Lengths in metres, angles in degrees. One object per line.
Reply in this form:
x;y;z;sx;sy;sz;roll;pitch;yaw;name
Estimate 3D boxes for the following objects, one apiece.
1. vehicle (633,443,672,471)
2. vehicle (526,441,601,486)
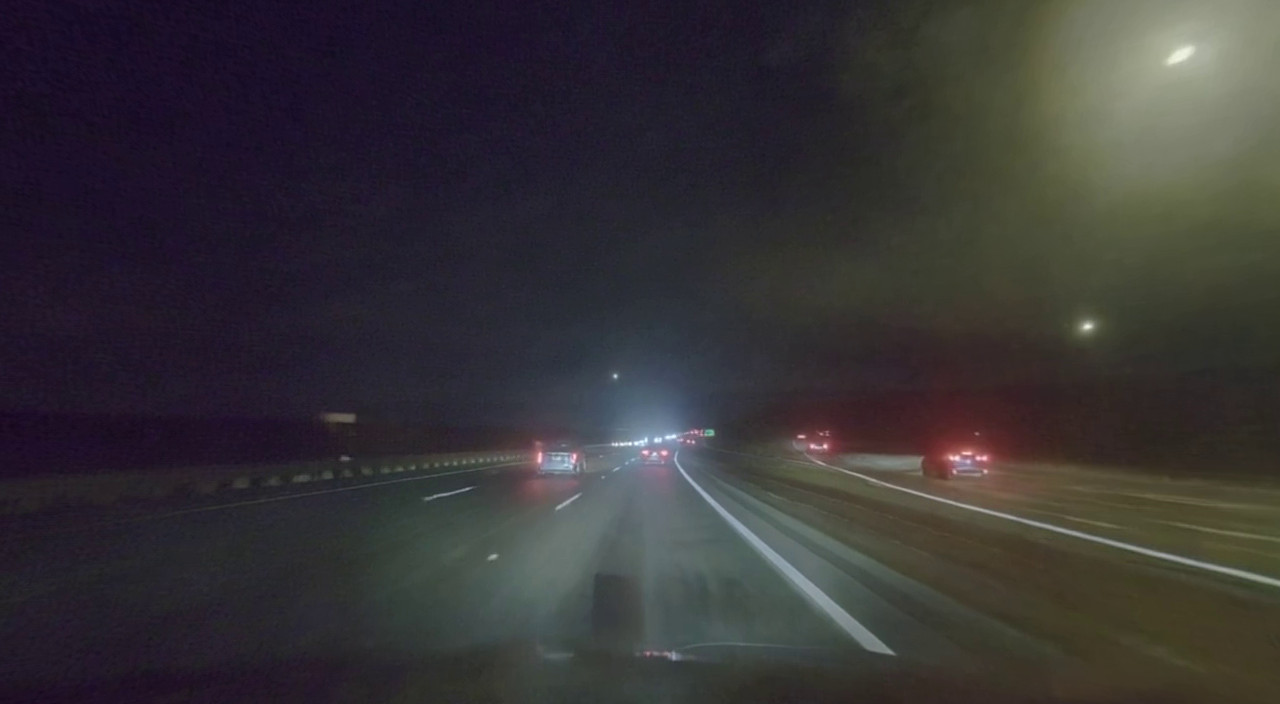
0.750;6.136;37.008;2.129;1.502;4.321;0;-9;1;vehicle
-2.809;4.231;24.228;2.129;1.563;4.387;-1;-9;3;vehicle
